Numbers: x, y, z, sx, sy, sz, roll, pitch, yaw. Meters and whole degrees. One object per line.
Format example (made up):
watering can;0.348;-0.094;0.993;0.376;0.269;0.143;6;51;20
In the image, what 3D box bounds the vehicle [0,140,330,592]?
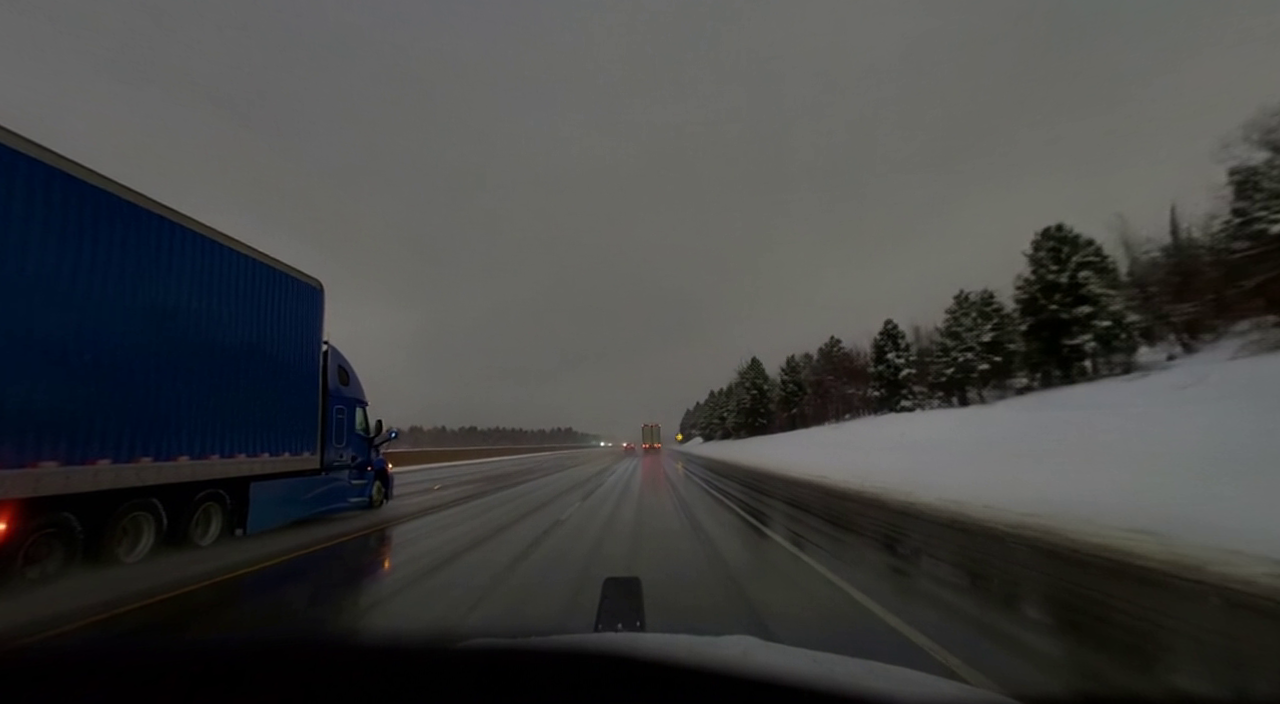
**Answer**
vehicle;-7.105;0.265;6.537;2.996;3.947;8.600;0;-9;2
